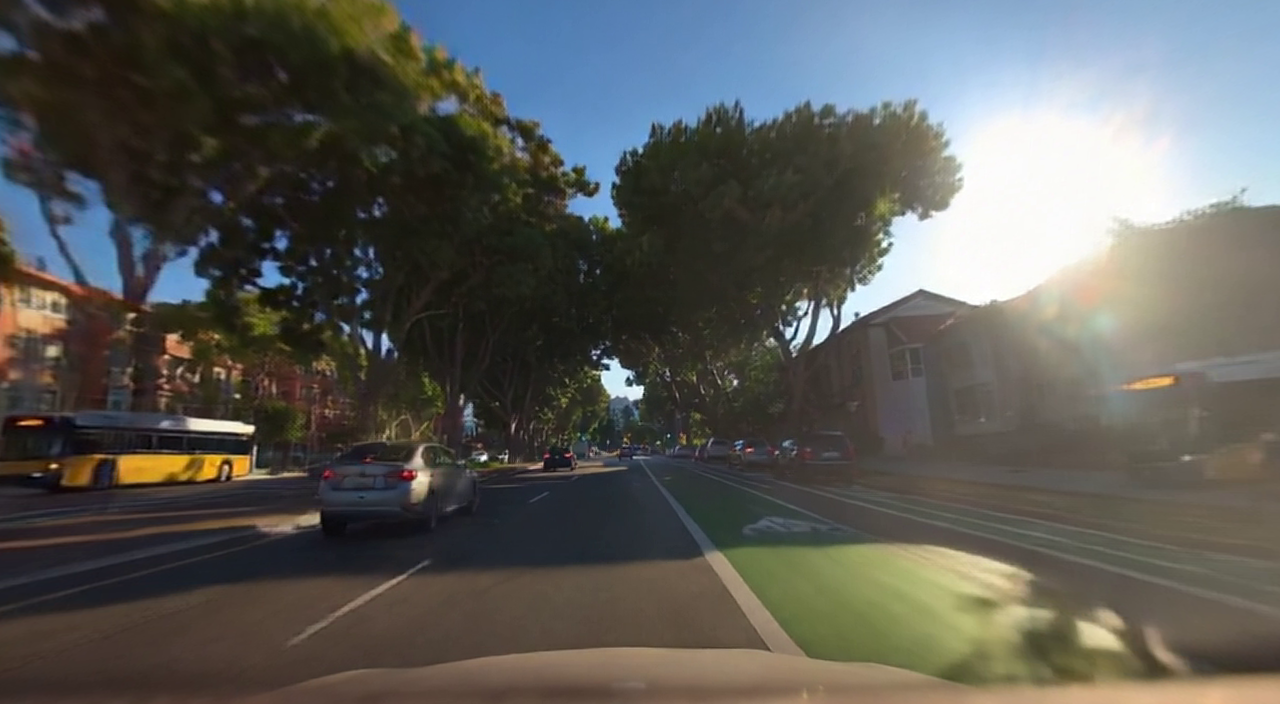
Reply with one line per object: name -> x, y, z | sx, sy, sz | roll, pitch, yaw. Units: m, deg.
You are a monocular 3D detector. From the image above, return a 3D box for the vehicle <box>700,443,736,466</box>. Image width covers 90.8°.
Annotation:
vehicle -> 5.564, 7.368, 45.583 | 1.886, 1.530, 4.636 | 0, -8, -2

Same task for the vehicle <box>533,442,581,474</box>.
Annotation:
vehicle -> -4.265, 5.524, 33.228 | 1.934, 1.522, 4.287 | 0, -8, 0

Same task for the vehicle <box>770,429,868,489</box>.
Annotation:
vehicle -> 5.939, 3.583, 21.522 | 1.945, 1.829, 4.305 | 0, -8, -2

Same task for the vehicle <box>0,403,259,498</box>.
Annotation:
vehicle -> -22.262, 4.344, 28.492 | 3.231, 3.391, 10.828 | 0, -8, 1

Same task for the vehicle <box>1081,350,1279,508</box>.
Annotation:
vehicle -> 14.883, 1.393, 14.047 | 7.722, 2.908, 3.067 | -5, -7, -3

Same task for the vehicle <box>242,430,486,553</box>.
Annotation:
vehicle -> -4.038, 2.089, 10.261 | 1.995, 1.524, 4.438 | 0, -8, -1
